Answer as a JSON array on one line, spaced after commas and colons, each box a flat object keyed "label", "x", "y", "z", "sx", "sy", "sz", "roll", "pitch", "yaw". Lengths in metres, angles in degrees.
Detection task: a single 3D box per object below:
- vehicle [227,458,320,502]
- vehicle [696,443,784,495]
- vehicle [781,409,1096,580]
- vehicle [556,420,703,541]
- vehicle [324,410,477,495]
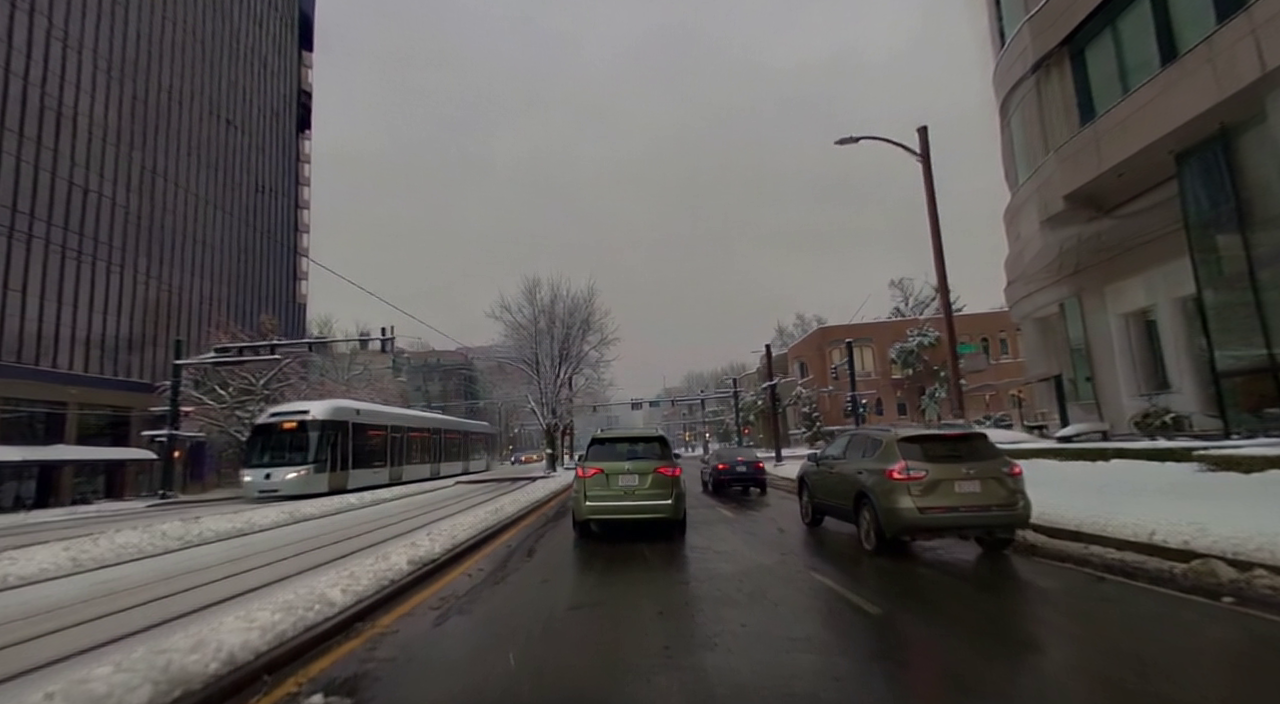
[{"label": "vehicle", "x": -18.533, "y": 6.454, "z": 32.275, "sx": 1.933, "sy": 1.919, "sz": 4.913, "roll": 0, "pitch": -8, "yaw": -2}, {"label": "vehicle", "x": 3.087, "y": 3.696, "z": 20.430, "sx": 1.993, "sy": 1.480, "sz": 4.324, "roll": 0, "pitch": -8, "yaw": -2}, {"label": "vehicle", "x": 3.572, "y": 1.795, "z": 8.823, "sx": 2.029, "sy": 1.717, "sz": 4.624, "roll": 0, "pitch": -8, "yaw": -1}, {"label": "vehicle", "x": -0.206, "y": 2.225, "z": 11.590, "sx": 2.178, "sy": 1.779, "sz": 4.255, "roll": 0, "pitch": -8, "yaw": -2}, {"label": "vehicle", "x": -10.953, "y": 4.785, "z": 30.570, "sx": 3.053, "sy": 3.359, "sz": 10.539, "roll": 0, "pitch": -8, "yaw": 1}]
